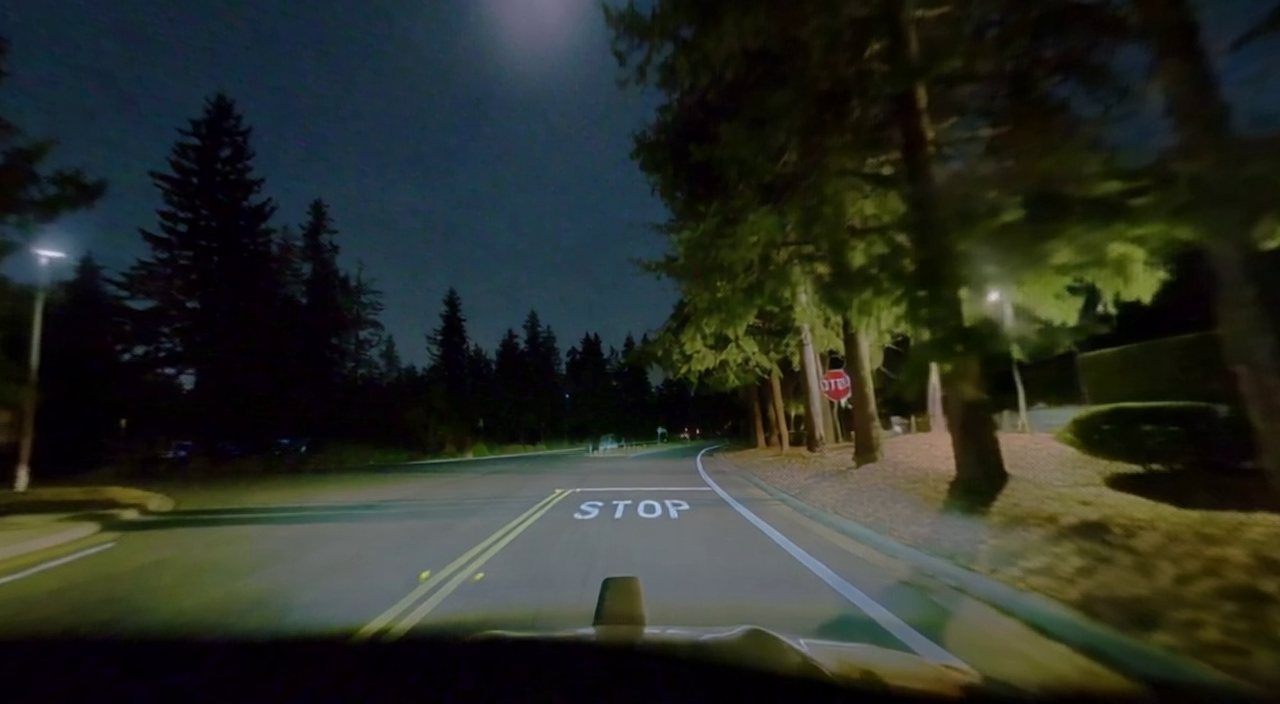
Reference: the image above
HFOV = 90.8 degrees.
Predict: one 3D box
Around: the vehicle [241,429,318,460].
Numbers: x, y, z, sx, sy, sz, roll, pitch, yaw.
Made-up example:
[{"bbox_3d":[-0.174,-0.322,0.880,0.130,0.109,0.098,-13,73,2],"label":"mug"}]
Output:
[{"bbox_3d":[-27.292,7.020,47.886,4.733,1.892,1.939,-4,-4,3],"label":"vehicle"}]
